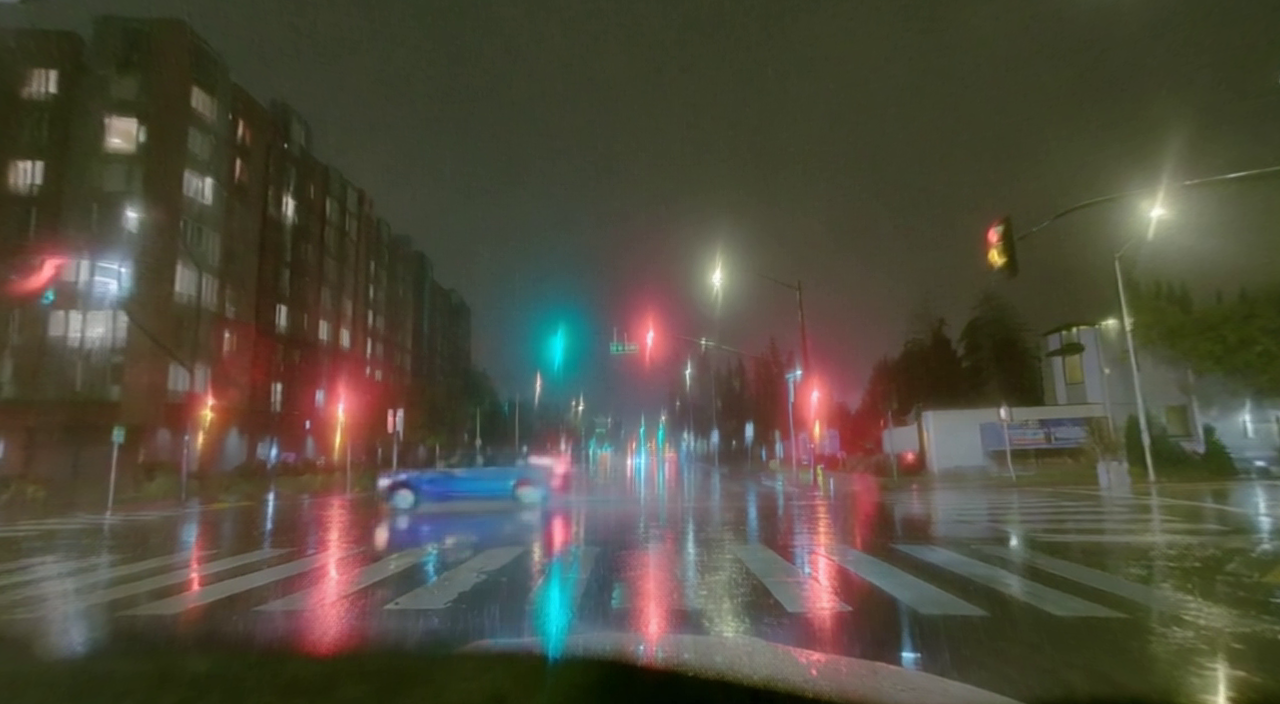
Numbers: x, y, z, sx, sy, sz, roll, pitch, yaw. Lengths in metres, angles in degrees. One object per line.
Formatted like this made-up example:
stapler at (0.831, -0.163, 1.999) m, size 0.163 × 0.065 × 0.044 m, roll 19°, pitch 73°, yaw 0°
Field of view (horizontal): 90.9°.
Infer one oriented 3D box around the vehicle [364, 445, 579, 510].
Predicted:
vehicle at (-4.063, 3.111, 15.851) m, size 4.847 × 1.484 × 1.926 m, roll 0°, pitch -8°, yaw 1°
